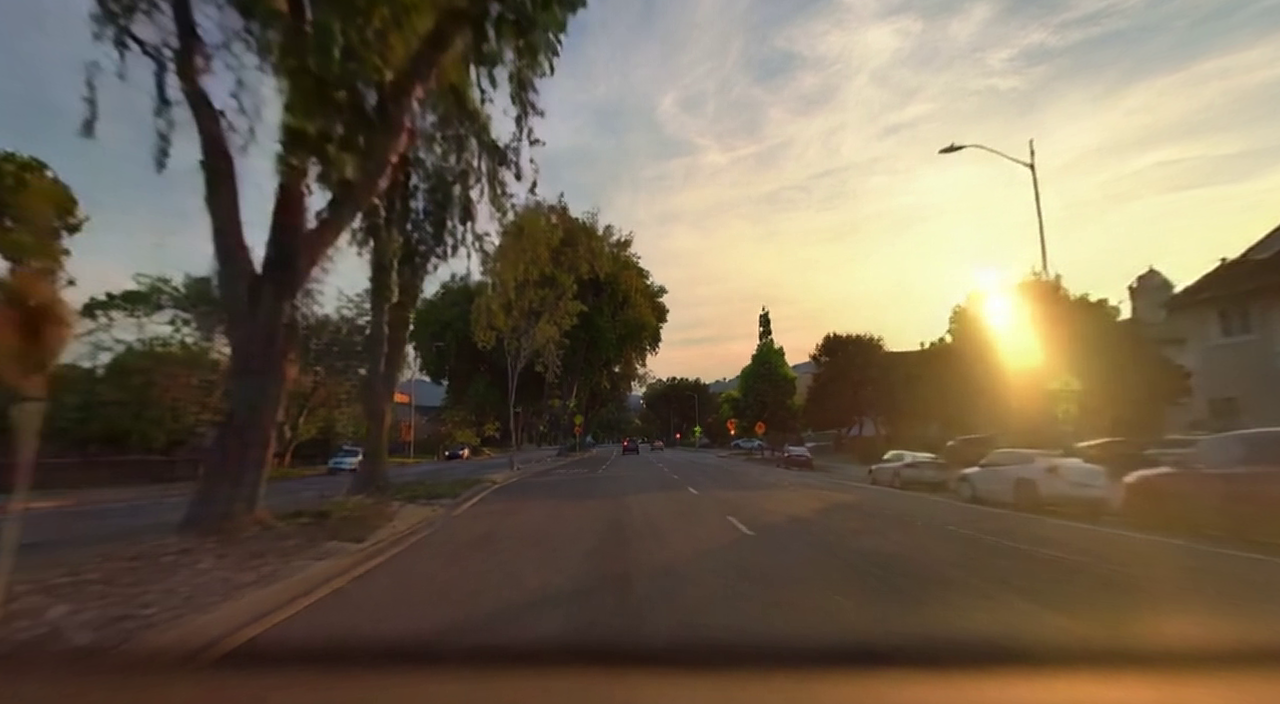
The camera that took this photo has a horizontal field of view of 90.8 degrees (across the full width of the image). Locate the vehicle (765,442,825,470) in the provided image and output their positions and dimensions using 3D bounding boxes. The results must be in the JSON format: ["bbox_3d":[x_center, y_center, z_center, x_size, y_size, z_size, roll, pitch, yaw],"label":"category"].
[{"bbox_3d":[8.496,5.733,35.019,1.925,1.454,4.493,1,-8,-4],"label":"vehicle"}]

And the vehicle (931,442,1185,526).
[{"bbox_3d":[8.486,2.674,13.570,1.992,1.455,4.829,1,-8,-3],"label":"vehicle"}]

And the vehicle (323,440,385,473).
[{"bbox_3d":[-18.548,6.747,41.199,1.994,1.874,4.502,-3,-8,-1],"label":"vehicle"}]

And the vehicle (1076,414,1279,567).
[{"bbox_3d":[8.747,1.798,8.512,2.100,1.821,4.991,0,-8,-1],"label":"vehicle"}]
